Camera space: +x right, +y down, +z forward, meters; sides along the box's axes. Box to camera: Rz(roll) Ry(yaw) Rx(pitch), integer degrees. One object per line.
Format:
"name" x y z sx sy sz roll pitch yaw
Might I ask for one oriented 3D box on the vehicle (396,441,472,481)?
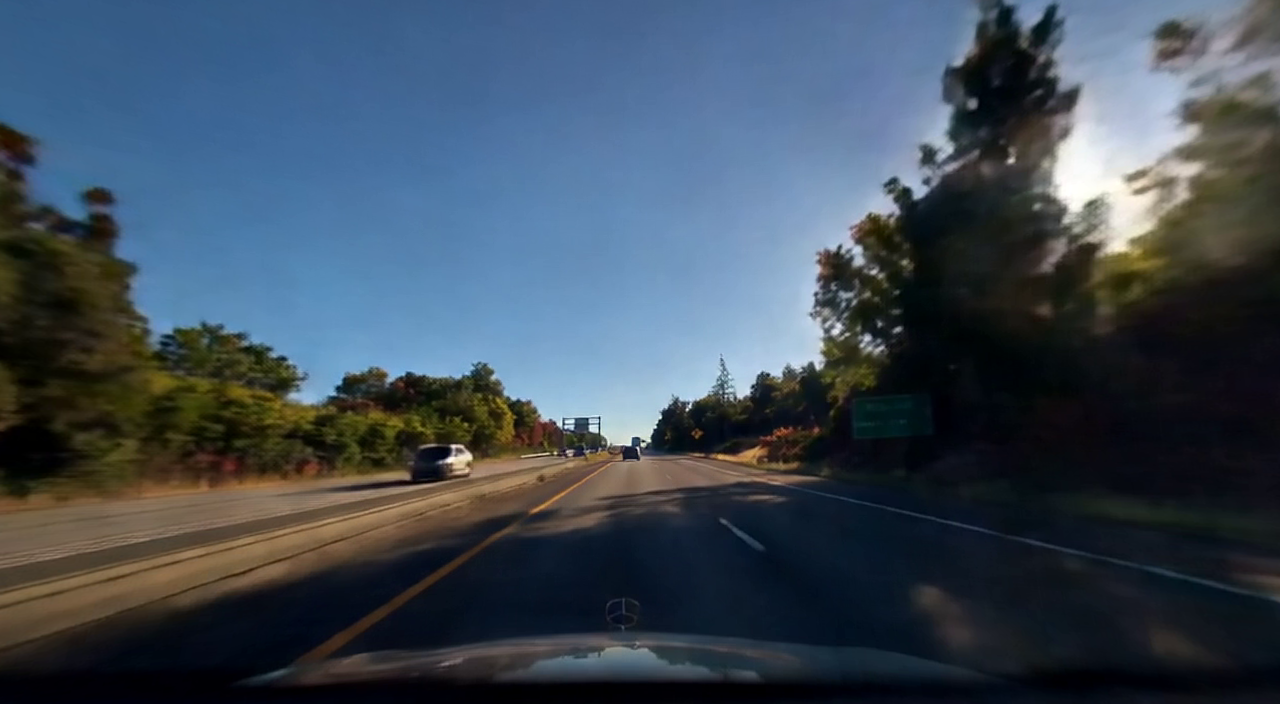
"vehicle" -9.767 5.220 30.211 2.070 1.744 4.784 0 -9 0
